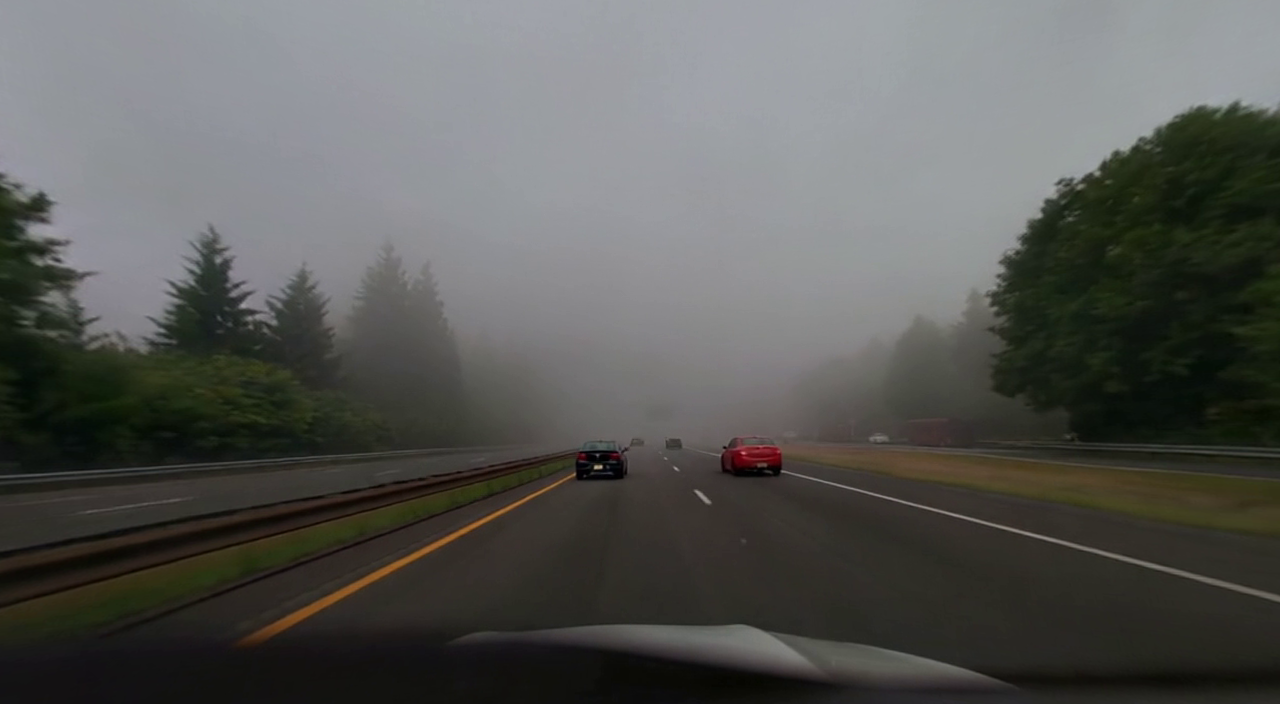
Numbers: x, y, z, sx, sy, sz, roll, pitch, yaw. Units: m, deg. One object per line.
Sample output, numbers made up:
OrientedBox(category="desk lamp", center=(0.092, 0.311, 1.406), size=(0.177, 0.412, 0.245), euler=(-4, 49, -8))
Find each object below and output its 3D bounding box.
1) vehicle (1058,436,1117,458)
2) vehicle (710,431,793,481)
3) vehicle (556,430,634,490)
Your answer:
OrientedBox(category="vehicle", center=(30.501, 6.437, 42.931), size=(1.735, 1.441, 3.832), euler=(-1, -8, 10))
OrientedBox(category="vehicle", center=(3.625, 3.441, 21.273), size=(2.010, 1.508, 4.285), euler=(0, -8, -1))
OrientedBox(category="vehicle", center=(-1.139, 2.946, 17.608), size=(1.897, 1.479, 3.724), euler=(0, -8, 0))
